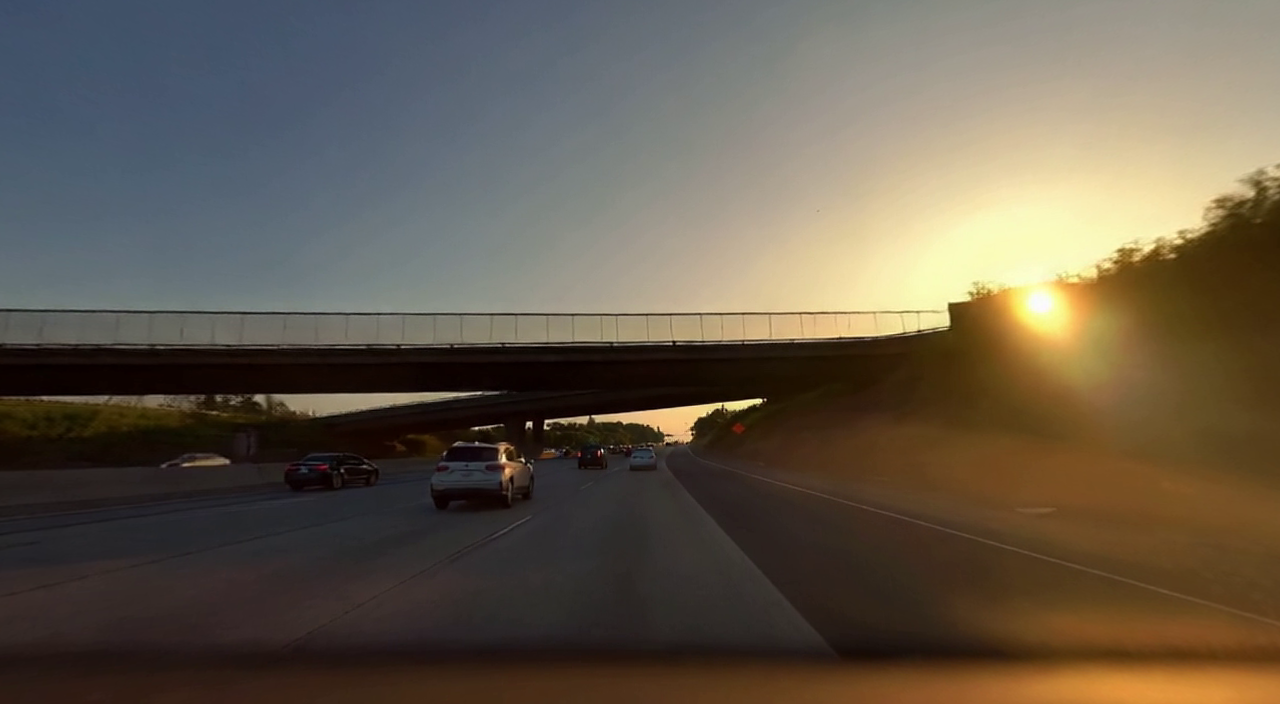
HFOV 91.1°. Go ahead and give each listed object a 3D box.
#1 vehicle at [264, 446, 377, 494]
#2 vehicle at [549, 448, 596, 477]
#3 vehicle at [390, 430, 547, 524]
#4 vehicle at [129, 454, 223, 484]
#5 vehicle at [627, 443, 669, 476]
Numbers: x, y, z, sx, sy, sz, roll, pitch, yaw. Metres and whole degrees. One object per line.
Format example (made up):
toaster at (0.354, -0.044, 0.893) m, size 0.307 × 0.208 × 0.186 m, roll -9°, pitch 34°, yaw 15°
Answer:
vehicle at (-11.996, 4.414, 23.950) m, size 1.954 × 1.640 × 4.339 m, roll 0°, pitch -8°, yaw 1°
vehicle at (-3.680, 6.079, 34.812) m, size 1.997 × 1.490 × 4.471 m, roll 0°, pitch -8°, yaw 2°
vehicle at (-3.586, 2.698, 14.168) m, size 2.161 × 1.759 × 4.482 m, roll 0°, pitch -8°, yaw 1°
vehicle at (-32.527, 8.182, 44.307) m, size 2.189 × 1.871 × 5.706 m, roll 0°, pitch -8°, yaw 1°
vehicle at (0.422, 5.757, 33.894) m, size 2.160 × 1.678 × 4.178 m, roll 0°, pitch -8°, yaw 0°
